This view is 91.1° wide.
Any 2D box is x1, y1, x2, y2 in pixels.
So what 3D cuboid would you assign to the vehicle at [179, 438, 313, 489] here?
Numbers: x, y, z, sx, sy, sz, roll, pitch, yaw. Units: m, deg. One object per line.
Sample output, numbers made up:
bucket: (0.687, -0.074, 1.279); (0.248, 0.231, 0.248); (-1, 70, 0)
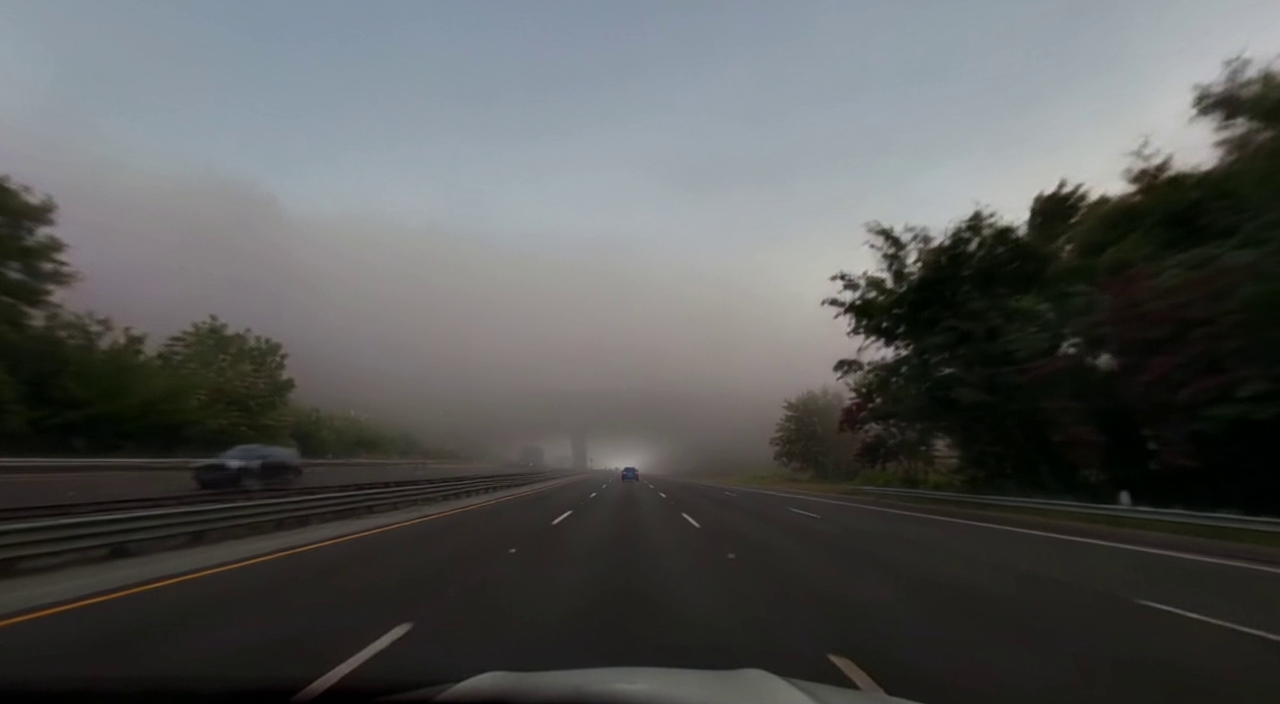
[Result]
vehicle: (-15.986, 4.623, 25.951); (2.122, 1.838, 5.275); (1, -11, -1)
